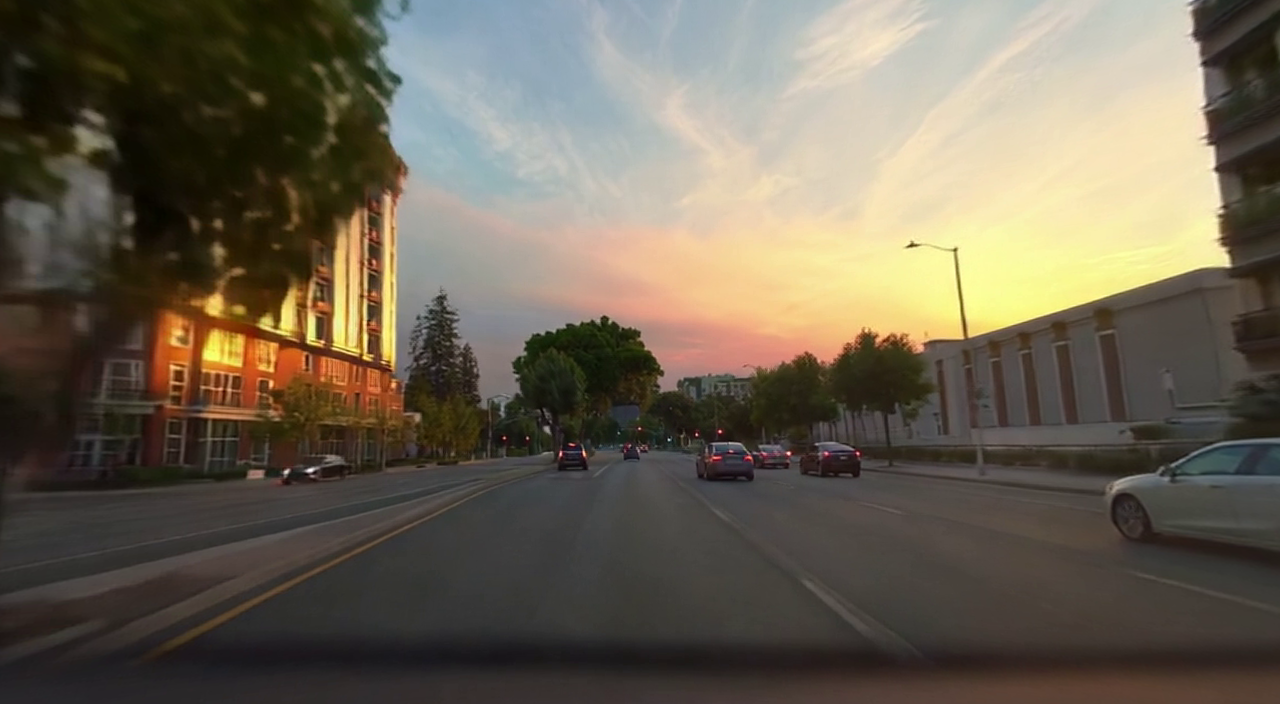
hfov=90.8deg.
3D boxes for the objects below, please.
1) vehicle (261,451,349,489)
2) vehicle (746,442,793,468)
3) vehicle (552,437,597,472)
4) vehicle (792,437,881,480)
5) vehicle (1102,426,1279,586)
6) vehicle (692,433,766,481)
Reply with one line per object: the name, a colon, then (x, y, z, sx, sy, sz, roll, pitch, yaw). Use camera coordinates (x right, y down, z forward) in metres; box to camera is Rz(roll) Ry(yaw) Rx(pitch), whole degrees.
vehicle: (-16.688, 5.840, 31.745, 1.954, 1.699, 4.542, 0, -8, 0)
vehicle: (7.749, 6.189, 38.144, 1.884, 1.478, 4.164, 0, -8, -1)
vehicle: (-3.510, 5.603, 34.732, 2.155, 1.797, 3.989, 0, -8, -2)
vehicle: (7.578, 4.162, 24.908, 1.944, 1.503, 4.723, 0, -8, -1)
vehicle: (6.755, 1.387, 5.688, 1.830, 1.443, 4.351, 0, -8, -1)
vehicle: (3.470, 4.219, 25.611, 2.152, 1.742, 4.704, 0, -8, -2)
